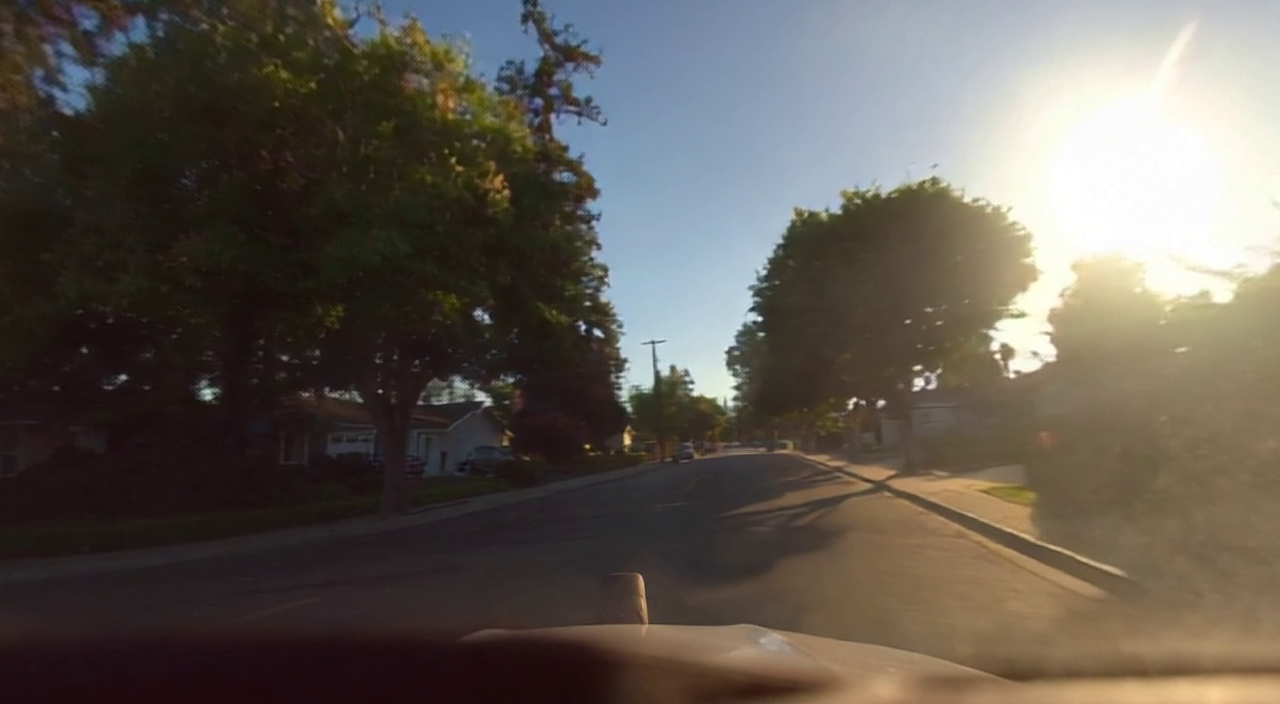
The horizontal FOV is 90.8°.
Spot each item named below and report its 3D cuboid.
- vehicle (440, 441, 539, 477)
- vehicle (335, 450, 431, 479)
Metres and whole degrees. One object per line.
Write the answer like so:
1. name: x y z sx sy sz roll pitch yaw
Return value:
1. vehicle: -7.740 5.539 32.782 4.559 1.745 1.918 -2 -8 9
2. vehicle: -13.958 6.091 34.372 4.531 1.470 1.855 -2 -9 13
